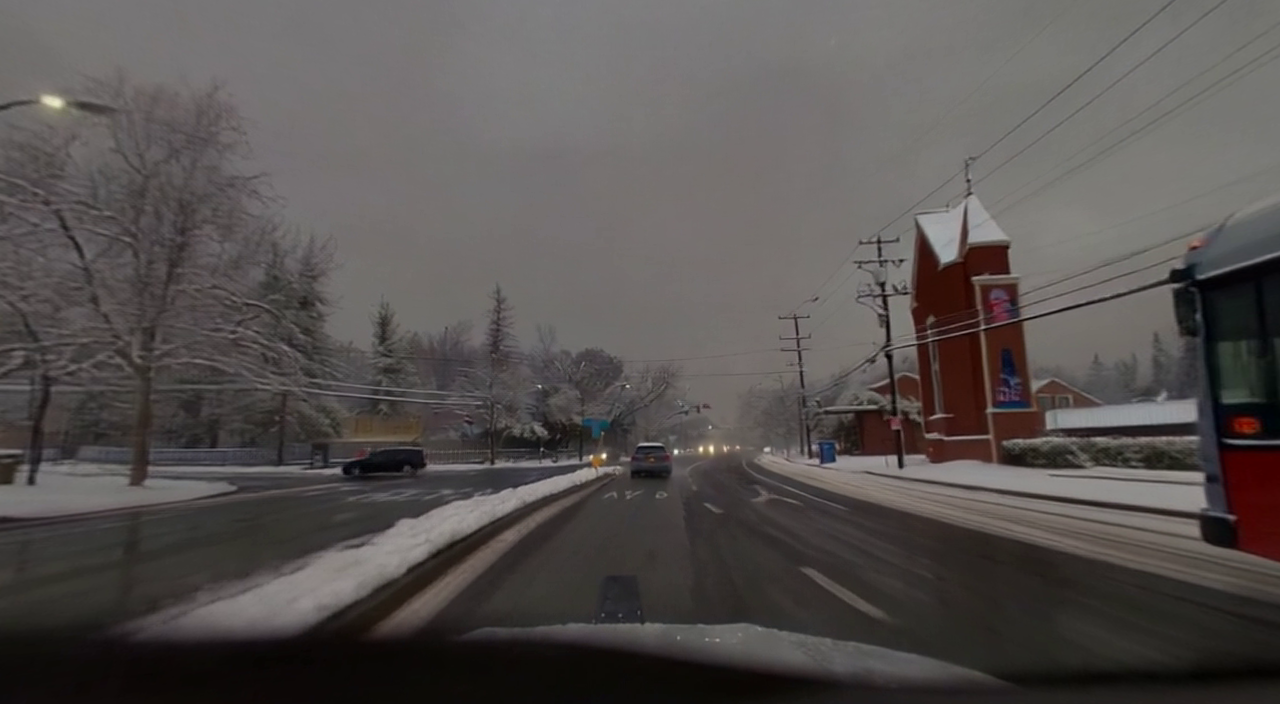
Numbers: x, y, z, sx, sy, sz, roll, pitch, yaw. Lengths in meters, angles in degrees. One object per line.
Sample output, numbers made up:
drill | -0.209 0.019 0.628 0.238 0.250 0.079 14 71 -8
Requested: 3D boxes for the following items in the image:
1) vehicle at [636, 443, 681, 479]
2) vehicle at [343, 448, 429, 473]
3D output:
vehicle | 0.943 5.247 30.705 2.032 1.621 4.082 0 -9 3
vehicle | -15.784 6.728 39.400 4.430 1.493 2.210 8 -12 -43
